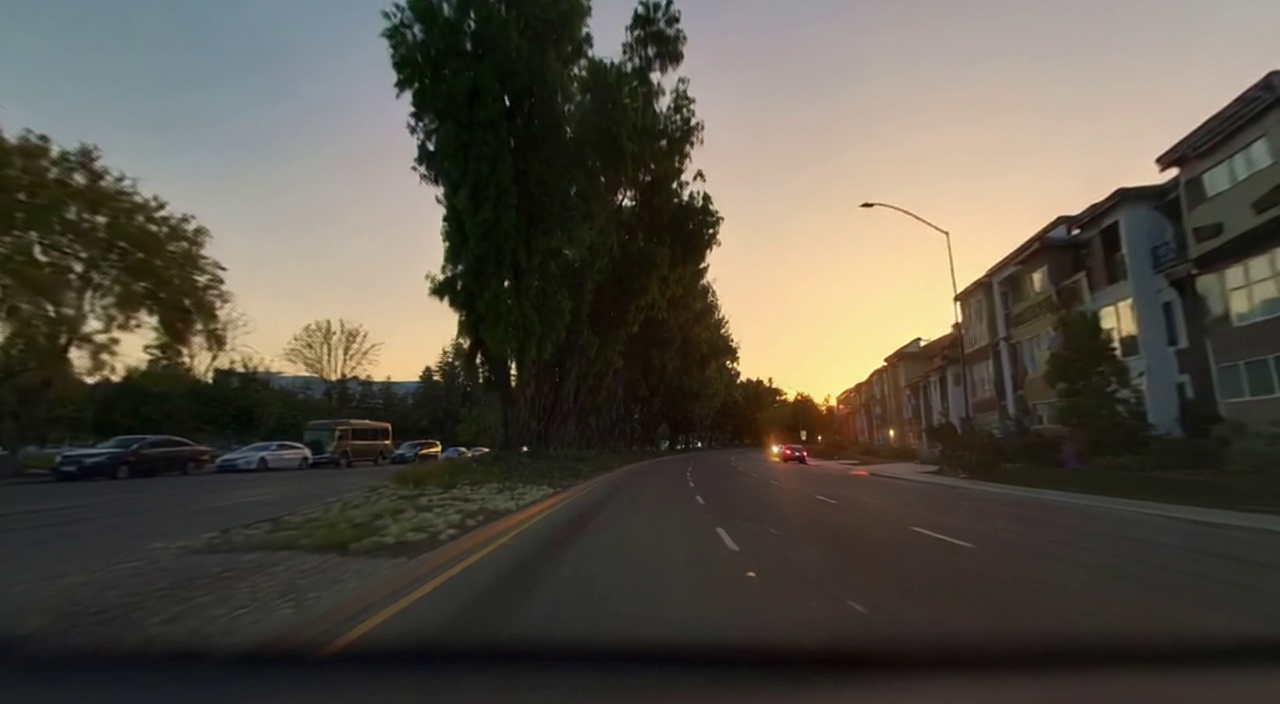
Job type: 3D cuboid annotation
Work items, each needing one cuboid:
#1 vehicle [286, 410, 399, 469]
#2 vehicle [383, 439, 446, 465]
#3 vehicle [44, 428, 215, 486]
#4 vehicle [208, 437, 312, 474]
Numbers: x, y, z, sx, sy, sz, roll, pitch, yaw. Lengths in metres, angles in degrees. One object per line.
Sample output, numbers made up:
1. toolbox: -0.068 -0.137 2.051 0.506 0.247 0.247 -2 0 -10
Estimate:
1. vehicle: -17.649 5.394 38.177 2.781 3.224 7.055 -1 -10 5
2. vehicle: -16.876 7.544 47.660 2.226 1.733 5.775 -1 -9 5
3. vehicle: -18.830 3.915 23.730 2.096 1.839 5.137 -2 -9 1
4. vehicle: -18.319 5.049 30.787 1.876 1.624 4.827 -1 -9 3
